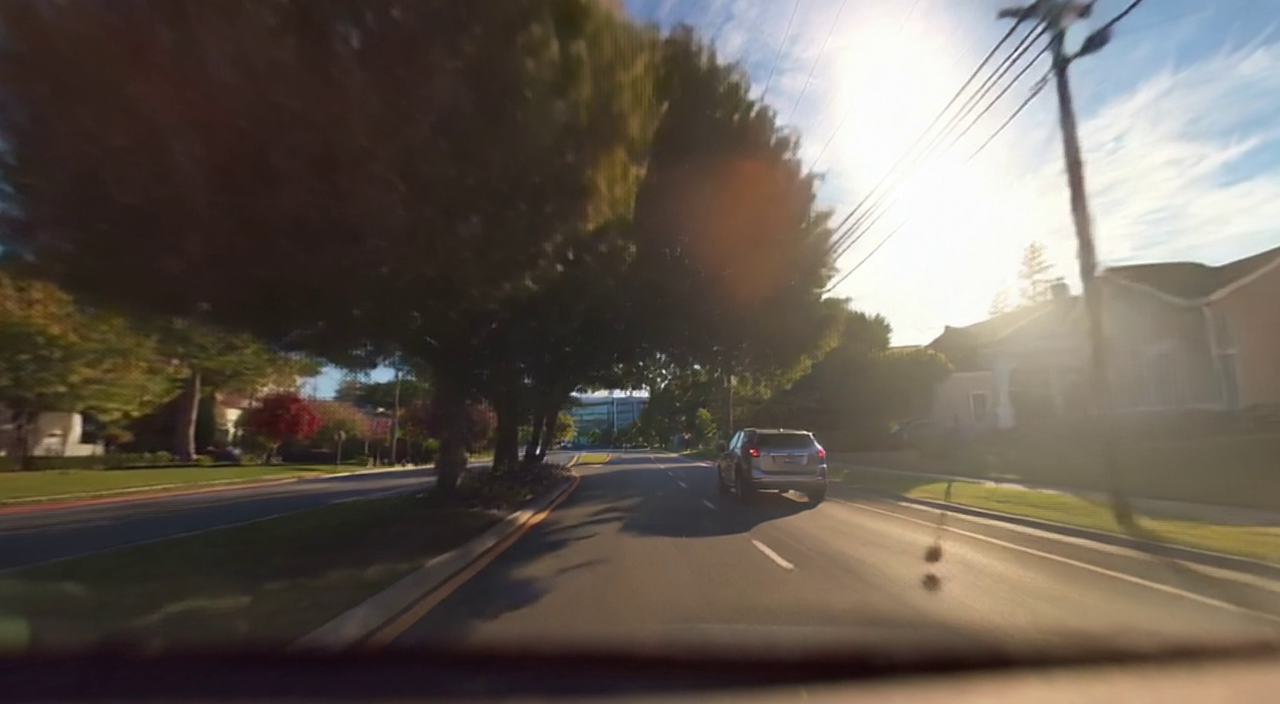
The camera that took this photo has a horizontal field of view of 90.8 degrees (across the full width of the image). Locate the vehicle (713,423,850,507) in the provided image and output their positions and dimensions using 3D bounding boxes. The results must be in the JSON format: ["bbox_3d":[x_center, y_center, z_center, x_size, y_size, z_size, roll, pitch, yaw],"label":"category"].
[{"bbox_3d":[3.330,2.795,16.033,2.193,1.777,4.772,0,-9,-2],"label":"vehicle"}]
